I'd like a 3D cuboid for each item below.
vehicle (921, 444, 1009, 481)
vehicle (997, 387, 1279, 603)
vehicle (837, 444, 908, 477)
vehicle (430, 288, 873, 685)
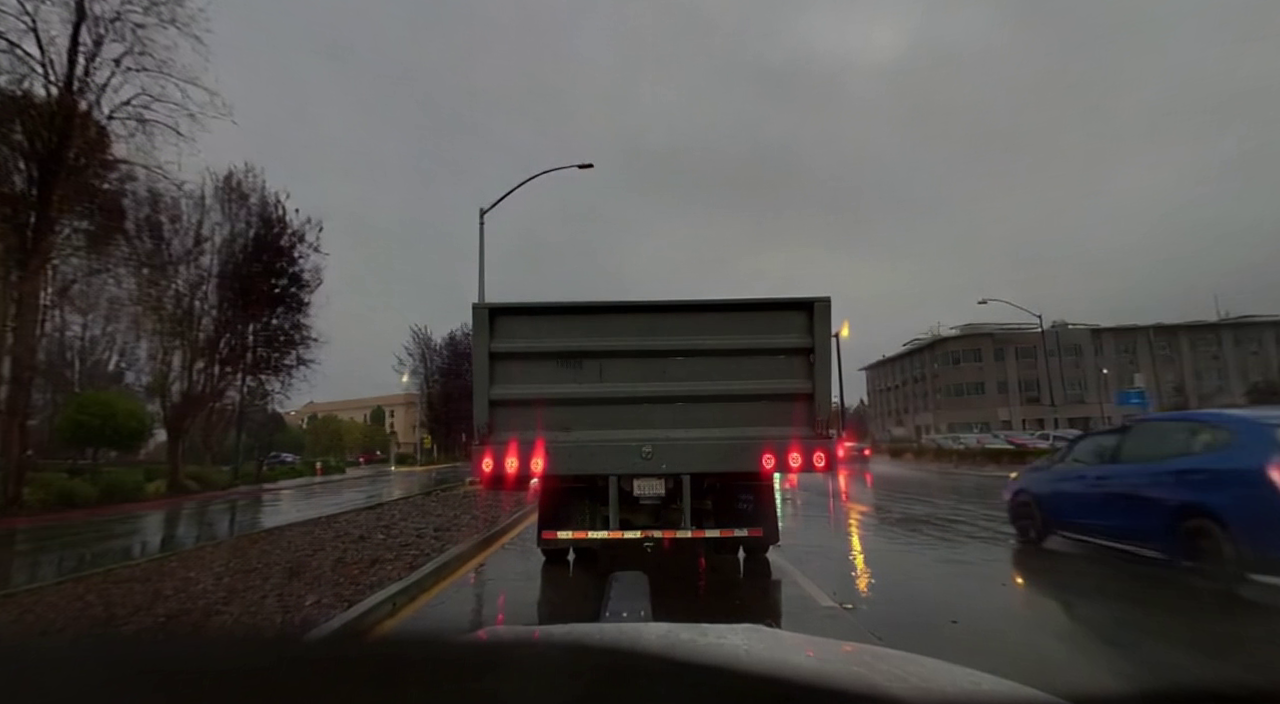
[{"bbox_3d":[14.159,4.805,27.755,1.777,1.488,4.081,-1,-8,1],"label":"vehicle"},{"bbox_3d":[6.703,1.484,7.221,2.363,1.825,4.989,-1,-8,1],"label":"vehicle"},{"bbox_3d":[11.013,5.144,30.173,1.907,1.465,4.077,-1,-8,1],"label":"vehicle"},{"bbox_3d":[0.213,1.297,7.402,2.650,2.391,7.008,-1,-8,3],"label":"vehicle"}]
